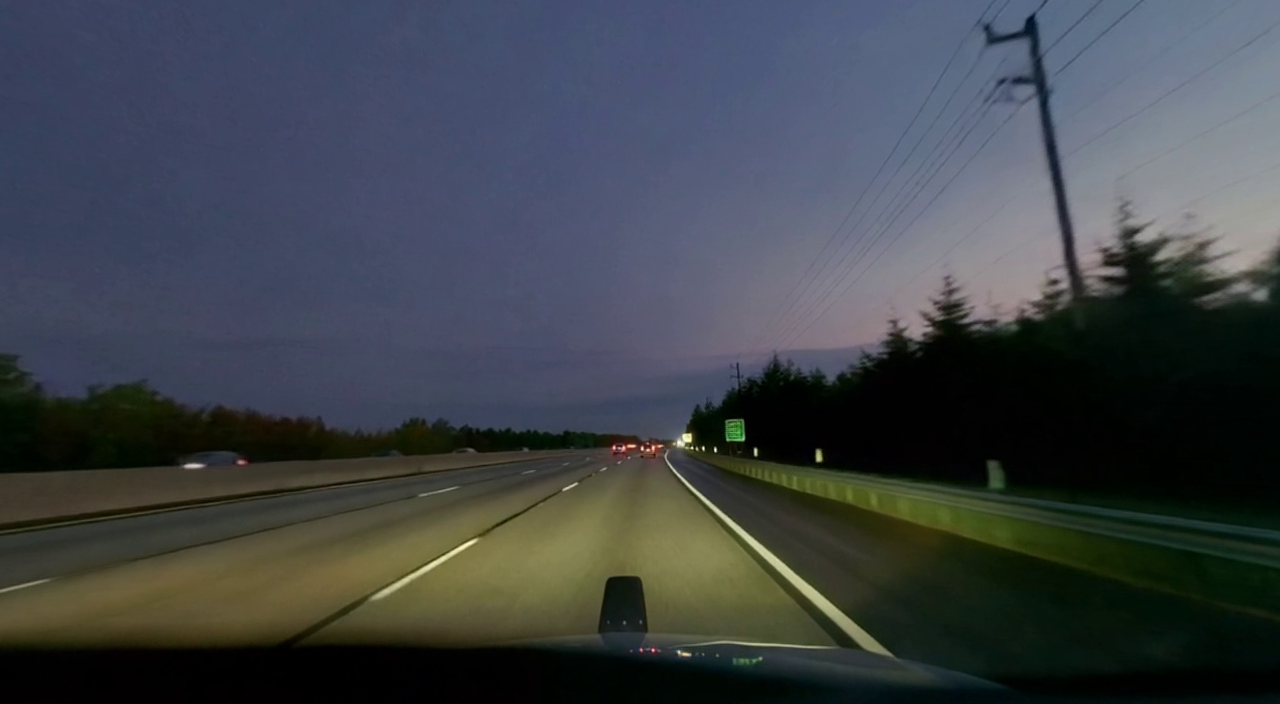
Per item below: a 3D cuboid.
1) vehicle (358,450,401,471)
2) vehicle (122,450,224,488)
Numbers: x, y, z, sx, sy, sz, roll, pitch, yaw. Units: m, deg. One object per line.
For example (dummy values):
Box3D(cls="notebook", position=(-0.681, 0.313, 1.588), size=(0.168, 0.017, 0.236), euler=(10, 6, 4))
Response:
Box3D(cls="vehicle", position=(-19.325, 8.059, 46.853), size=(1.701, 1.400, 3.522), euler=(0, -8, 0))
Box3D(cls="vehicle", position=(-20.208, 5.055, 27.432), size=(1.775, 1.469, 3.436), euler=(0, -8, 0))
